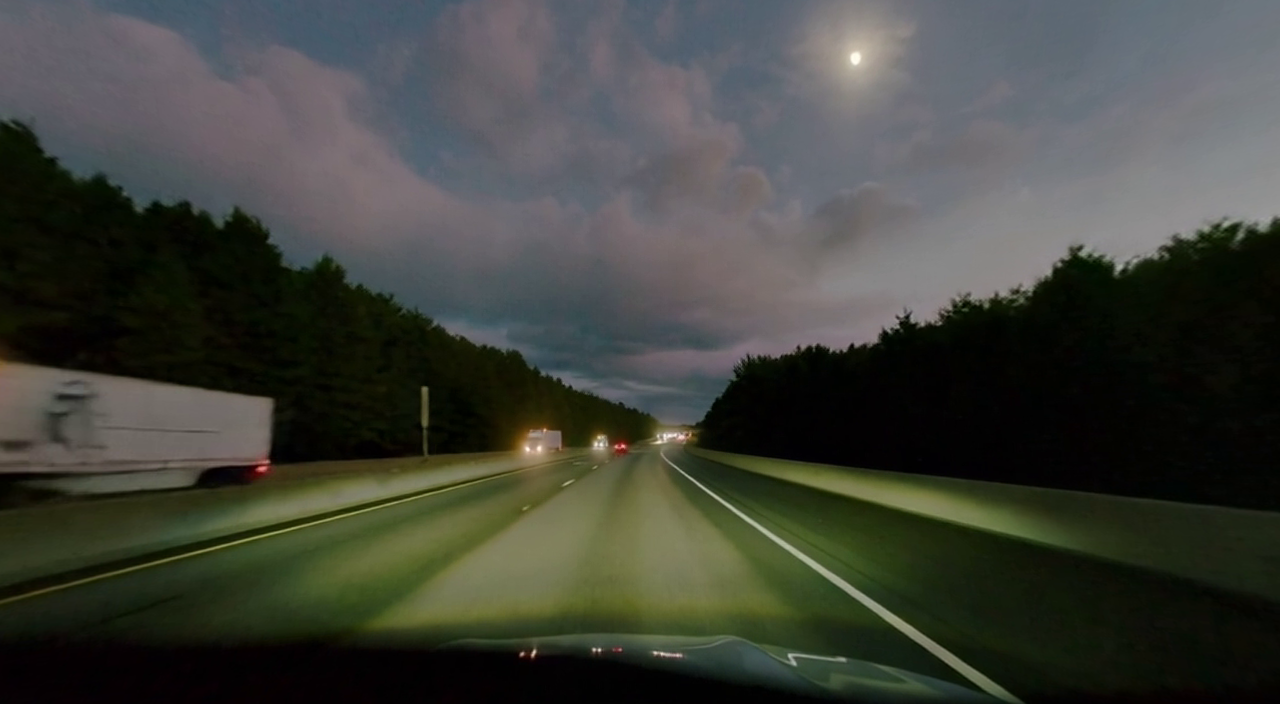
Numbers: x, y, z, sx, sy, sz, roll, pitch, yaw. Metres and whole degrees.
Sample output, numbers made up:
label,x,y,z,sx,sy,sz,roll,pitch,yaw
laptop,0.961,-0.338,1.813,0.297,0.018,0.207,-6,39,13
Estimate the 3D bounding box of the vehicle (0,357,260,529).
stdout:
label,x,y,z,sx,sy,sz,roll,pitch,yaw
vehicle,-16.711,2.570,17.737,2.883,4.044,14.698,0,-8,0
